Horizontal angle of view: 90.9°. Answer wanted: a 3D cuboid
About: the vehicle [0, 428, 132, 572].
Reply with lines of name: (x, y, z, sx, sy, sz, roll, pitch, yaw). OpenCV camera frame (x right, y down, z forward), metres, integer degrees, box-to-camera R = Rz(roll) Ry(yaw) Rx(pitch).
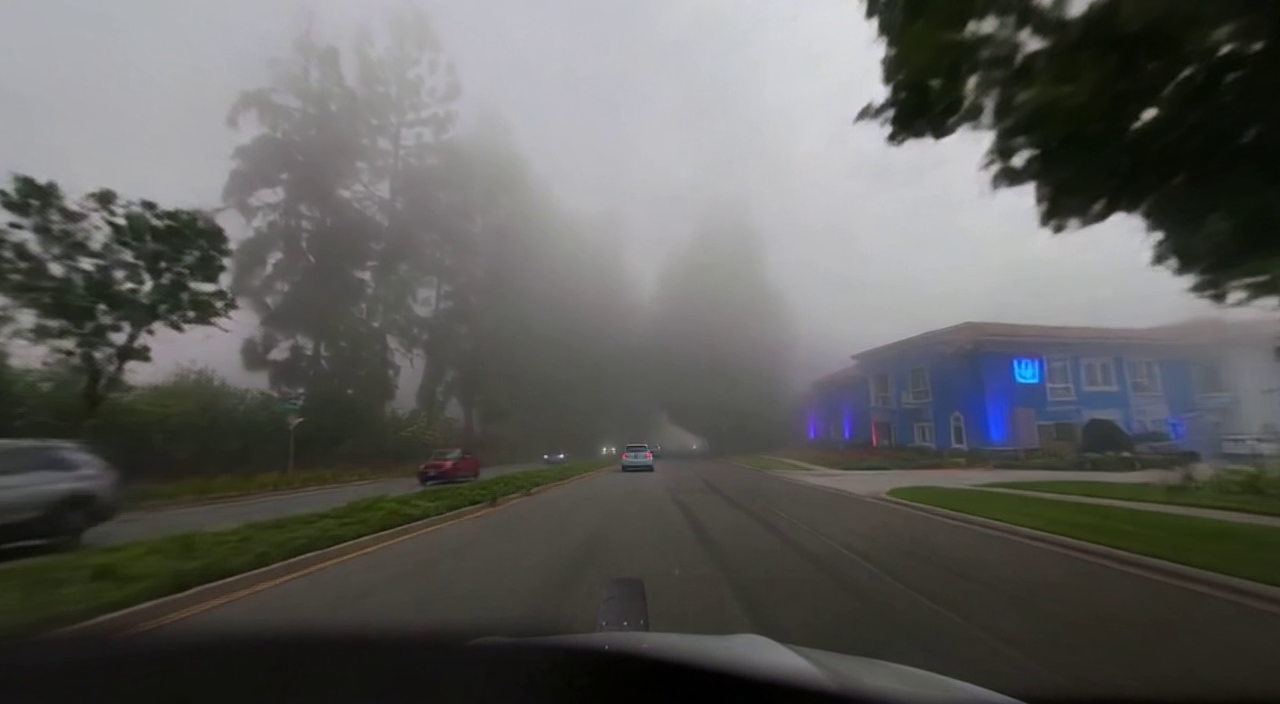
vehicle: (-9.037, 1.776, 7.464, 2.093, 1.772, 4.478, 0, -8, 3)

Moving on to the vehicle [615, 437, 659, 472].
vehicle: (-0.070, 5.355, 33.135, 2.129, 1.713, 4.314, 0, -8, 2)

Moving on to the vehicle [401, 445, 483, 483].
vehicle: (-8.566, 4.862, 27.704, 1.935, 1.522, 4.348, 0, -8, 3)

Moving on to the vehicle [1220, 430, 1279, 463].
vehicle: (30.742, 4.680, 31.299, 3.781, 1.533, 1.683, 5, -10, -30)
